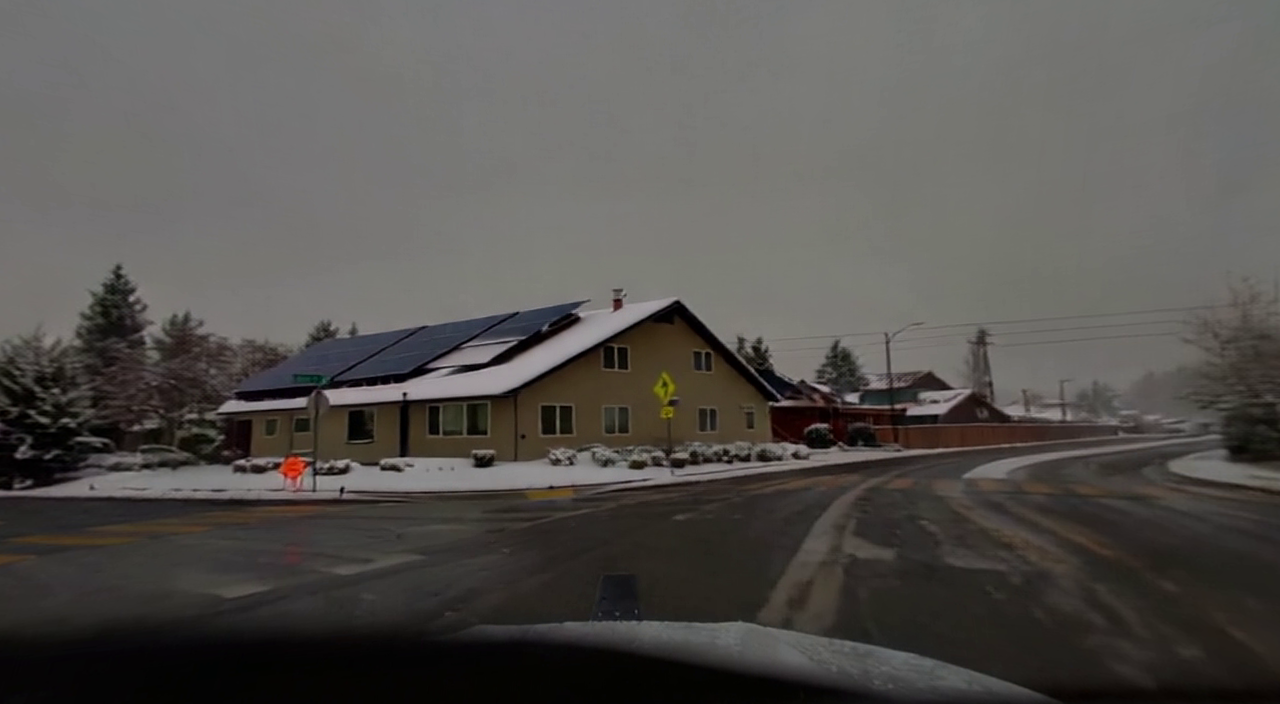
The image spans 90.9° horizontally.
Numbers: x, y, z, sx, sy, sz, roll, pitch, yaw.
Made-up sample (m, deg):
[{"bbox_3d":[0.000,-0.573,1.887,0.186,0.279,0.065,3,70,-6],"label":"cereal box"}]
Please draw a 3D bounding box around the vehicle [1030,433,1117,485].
[{"bbox_3d":[13.693,3.347,20.037,1.966,1.455,4.075,-5,-9,33],"label":"vehicle"}]
